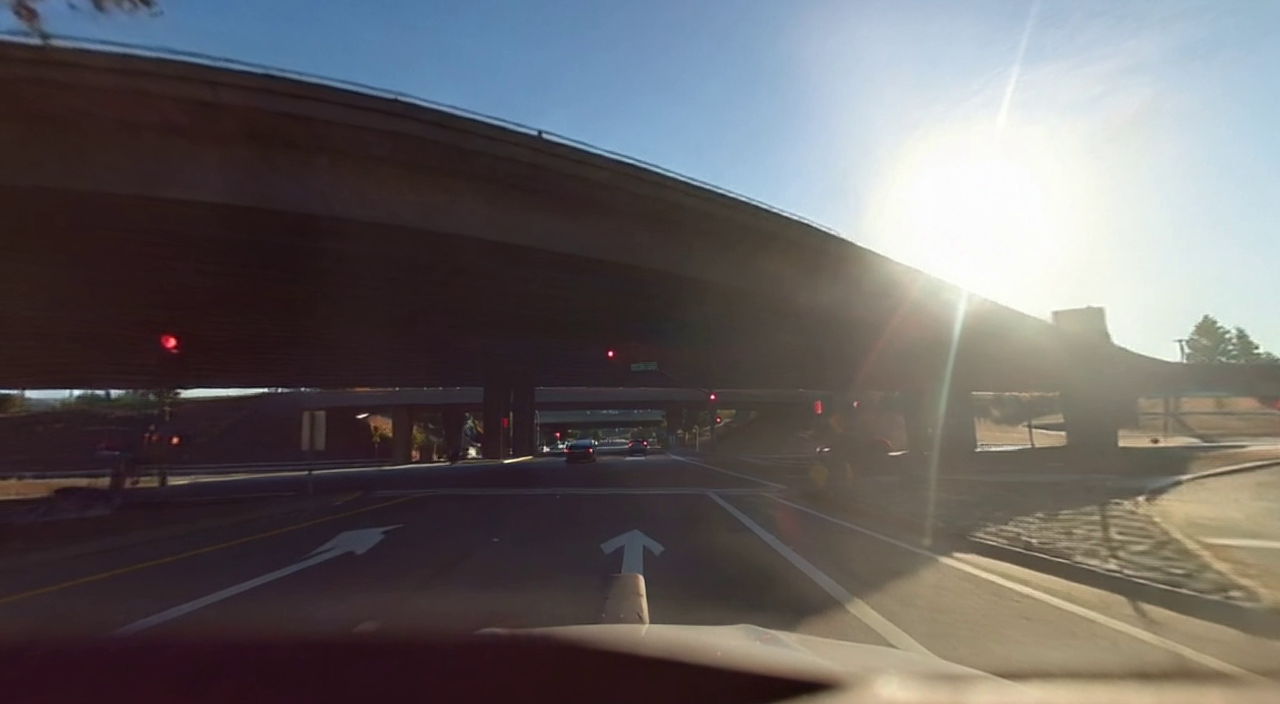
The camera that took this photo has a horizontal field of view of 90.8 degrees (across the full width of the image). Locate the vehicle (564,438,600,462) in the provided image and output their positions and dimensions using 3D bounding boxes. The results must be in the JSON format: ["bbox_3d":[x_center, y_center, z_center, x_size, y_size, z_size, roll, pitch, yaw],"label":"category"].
[{"bbox_3d":[-3.885,6.666,43.027,2.082,1.472,4.310,0,-8,0],"label":"vehicle"}]

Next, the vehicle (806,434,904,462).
[{"bbox_3d":[11.670,5.216,34.423,4.691,1.466,1.800,1,-9,-7],"label":"vehicle"}]
